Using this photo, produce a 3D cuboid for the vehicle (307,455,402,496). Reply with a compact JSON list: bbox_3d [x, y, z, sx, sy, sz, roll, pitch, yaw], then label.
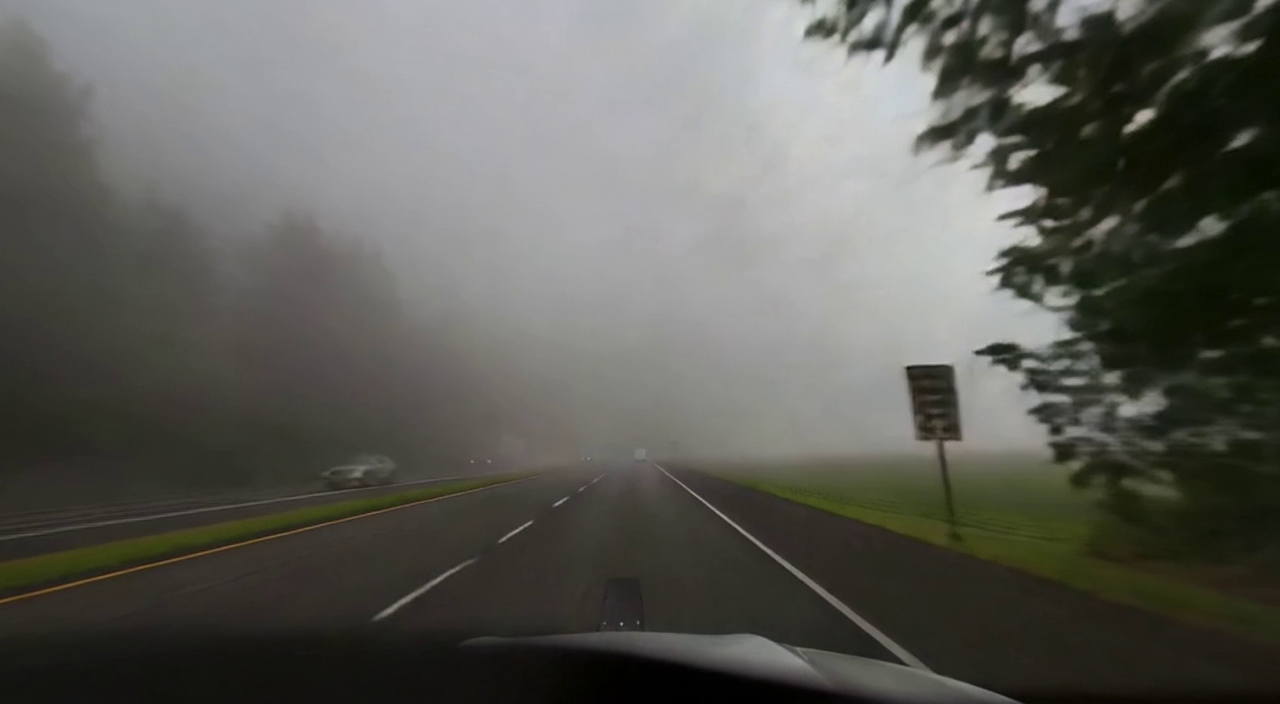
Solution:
[{"bbox_3d":[-11.840,5.137,26.490,2.091,1.567,3.917,0,-9,0],"label":"vehicle"}]
